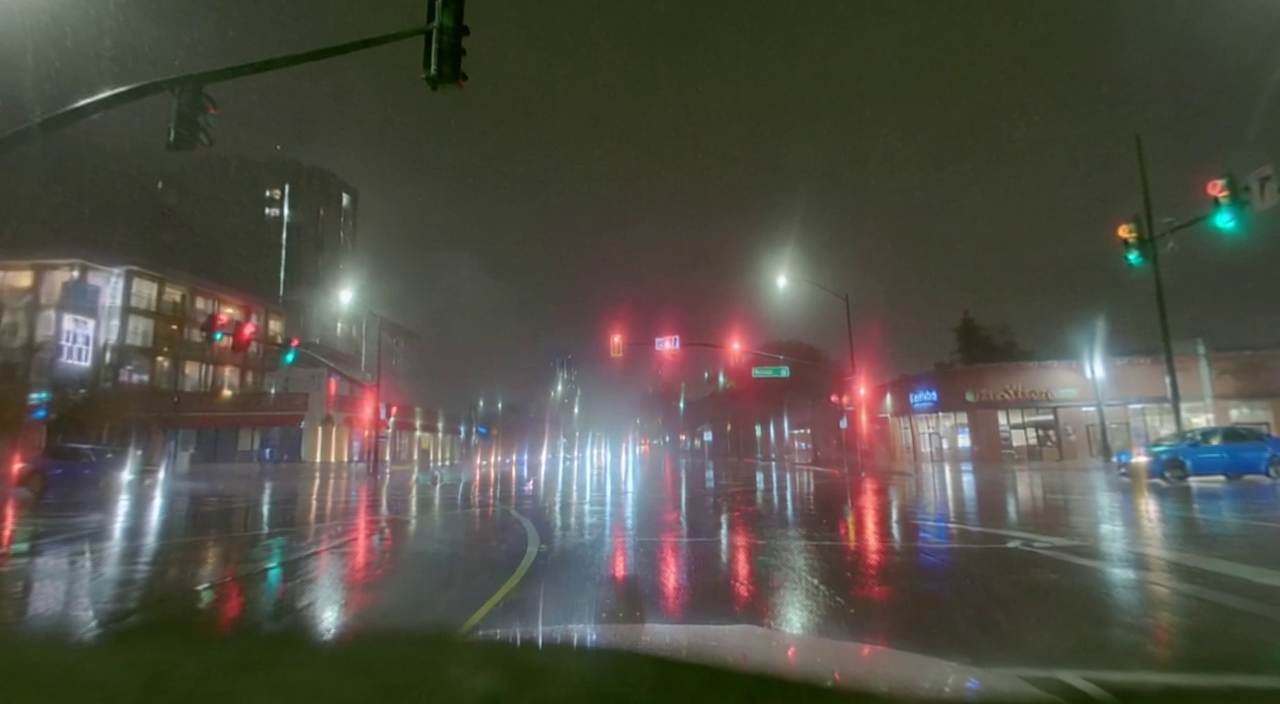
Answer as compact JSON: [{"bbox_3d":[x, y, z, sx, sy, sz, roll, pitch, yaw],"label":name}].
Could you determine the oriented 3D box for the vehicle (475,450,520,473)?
[{"bbox_3d":[-9.846,7.607,44.002,2.106,1.505,4.228,0,-9,0],"label":"vehicle"}]

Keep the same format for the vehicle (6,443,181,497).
[{"bbox_3d":[-21.158,4.543,24.585,5.161,1.910,2.275,-2,-9,11],"label":"vehicle"}]

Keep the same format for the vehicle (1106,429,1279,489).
[{"bbox_3d":[15.418,2.799,16.602,4.651,1.463,1.880,-2,-9,8],"label":"vehicle"}]

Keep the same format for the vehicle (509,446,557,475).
[{"bbox_3d":[-6.782,6.915,40.586,2.181,1.703,4.512,-1,-9,1],"label":"vehicle"}]
